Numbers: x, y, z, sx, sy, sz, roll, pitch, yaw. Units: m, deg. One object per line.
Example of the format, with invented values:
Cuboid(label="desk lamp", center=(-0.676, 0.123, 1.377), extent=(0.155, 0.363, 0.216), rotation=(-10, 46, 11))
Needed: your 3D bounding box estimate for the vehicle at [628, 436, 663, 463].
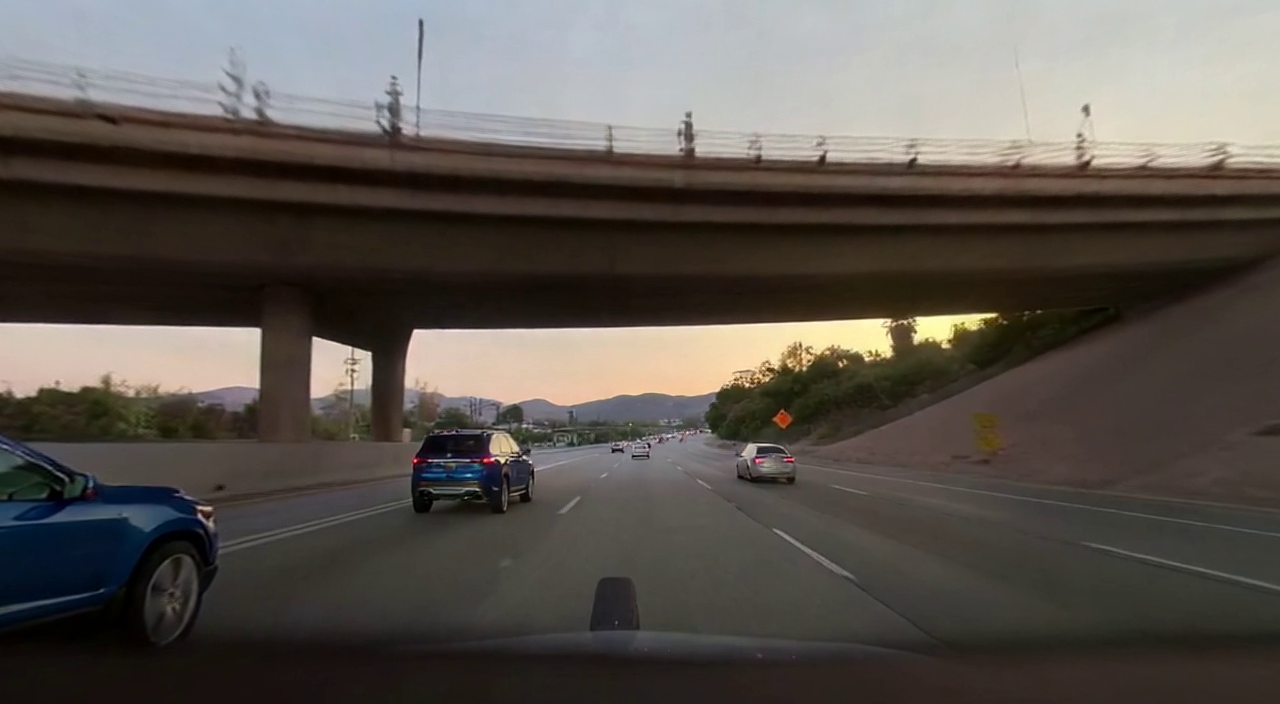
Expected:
Cuboid(label="vehicle", center=(0.394, 7.040, 45.614), extent=(2.428, 1.841, 4.402), rotation=(0, -8, 1))

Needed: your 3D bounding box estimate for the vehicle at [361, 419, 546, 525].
Cuboid(label="vehicle", center=(-3.221, 2.171, 11.934), extent=(2.193, 1.641, 4.077), rotation=(0, -8, 1))

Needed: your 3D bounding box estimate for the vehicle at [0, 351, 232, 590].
Cuboid(label="vehicle", center=(-6.459, 1.021, 5.520), extent=(2.327, 1.958, 5.113), rotation=(0, -8, 0))

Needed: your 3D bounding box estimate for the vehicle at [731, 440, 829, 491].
Cuboid(label="vehicle", center=(4.303, 3.549, 20.172), extent=(2.083, 1.453, 4.307), rotation=(0, -8, -1))
